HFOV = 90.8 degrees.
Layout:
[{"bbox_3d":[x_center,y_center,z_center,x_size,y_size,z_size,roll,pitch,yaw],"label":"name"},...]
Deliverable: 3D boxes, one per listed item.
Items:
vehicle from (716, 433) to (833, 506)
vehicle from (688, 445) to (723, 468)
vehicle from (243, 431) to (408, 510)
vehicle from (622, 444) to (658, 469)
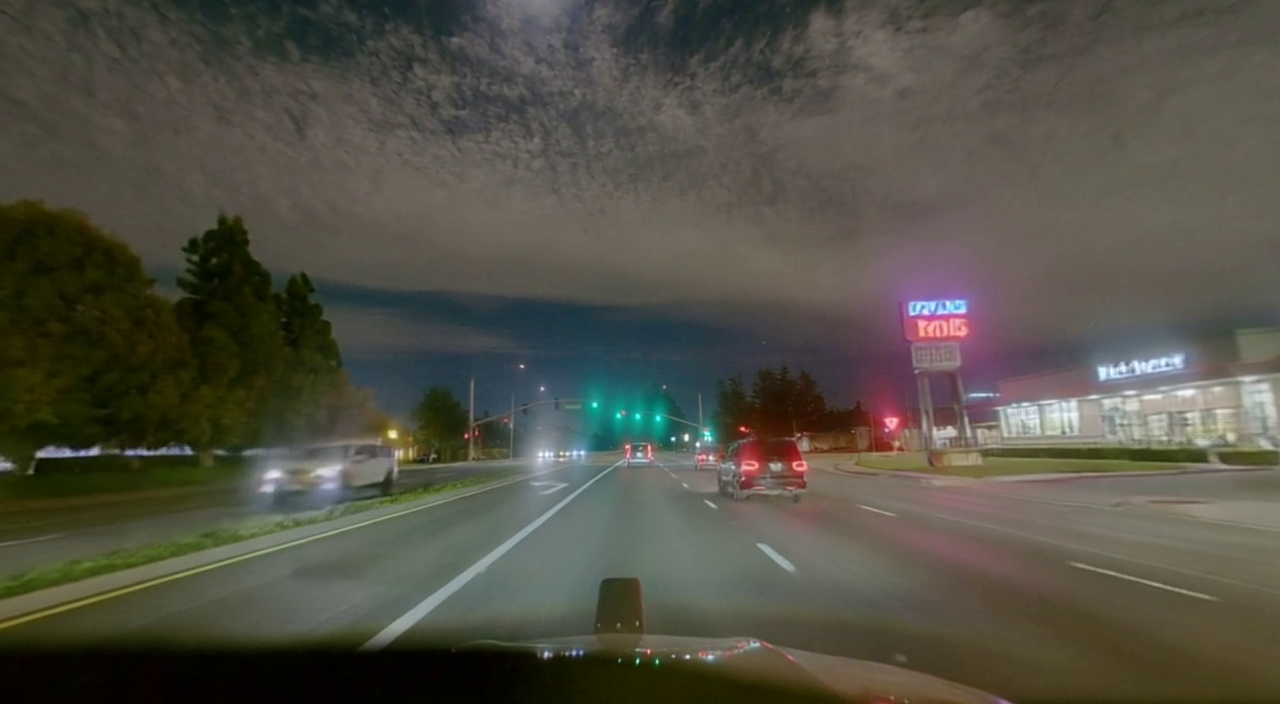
[{"bbox_3d":[3.348,3.010,16.684,2.022,1.643,4.326,0,-8,-1],"label":"vehicle"},{"bbox_3d":[4.335,6.976,42.474,1.889,1.473,4.303,0,-8,0],"label":"vehicle"},{"bbox_3d":[-8.467,3.202,17.637,2.142,1.872,4.689,0,-8,0],"label":"vehicle"},{"bbox_3d":[-0.014,6.618,40.192,2.135,1.468,4.076,0,-8,0],"label":"vehicle"}]
